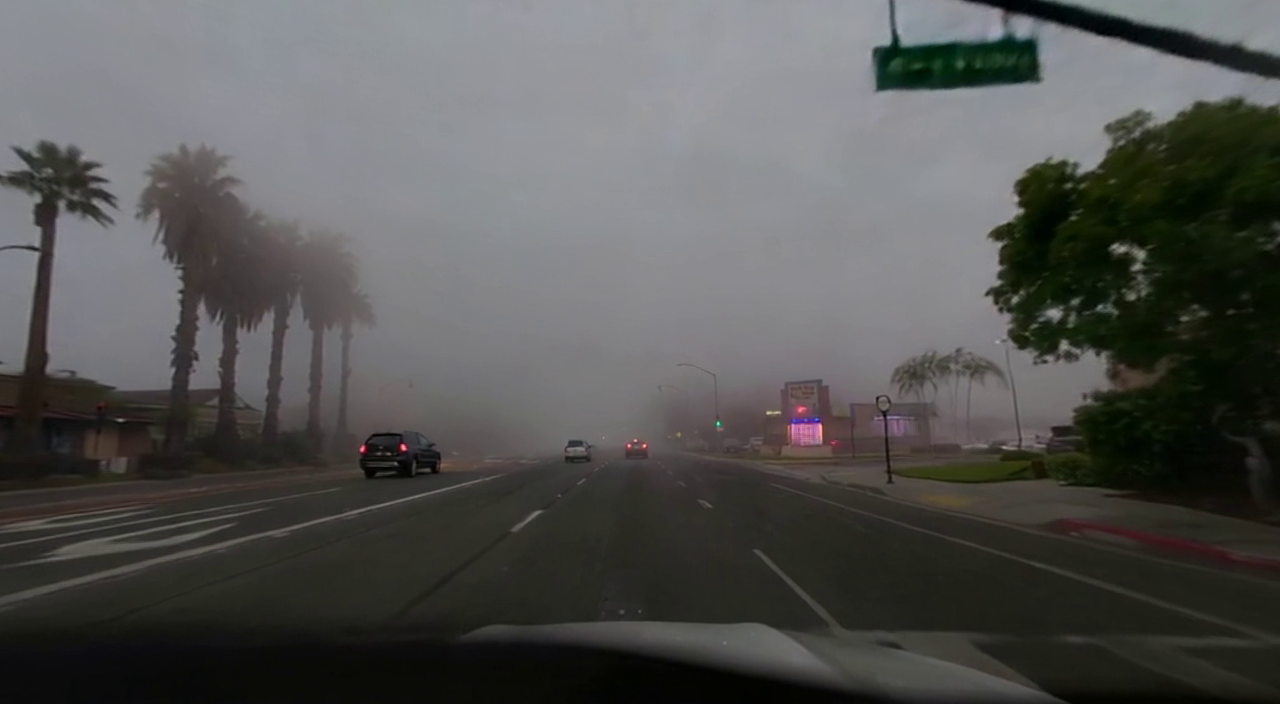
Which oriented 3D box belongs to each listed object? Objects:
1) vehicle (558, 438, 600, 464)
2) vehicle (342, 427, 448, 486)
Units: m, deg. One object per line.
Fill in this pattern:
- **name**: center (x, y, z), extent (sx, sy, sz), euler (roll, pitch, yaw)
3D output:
- **vehicle**: center (-3.617, 5.948, 38.008), extent (2.181, 1.483, 4.123), euler (0, -9, -1)
- **vehicle**: center (-7.960, 3.441, 21.050), extent (2.022, 1.746, 4.406), euler (0, -9, -4)
